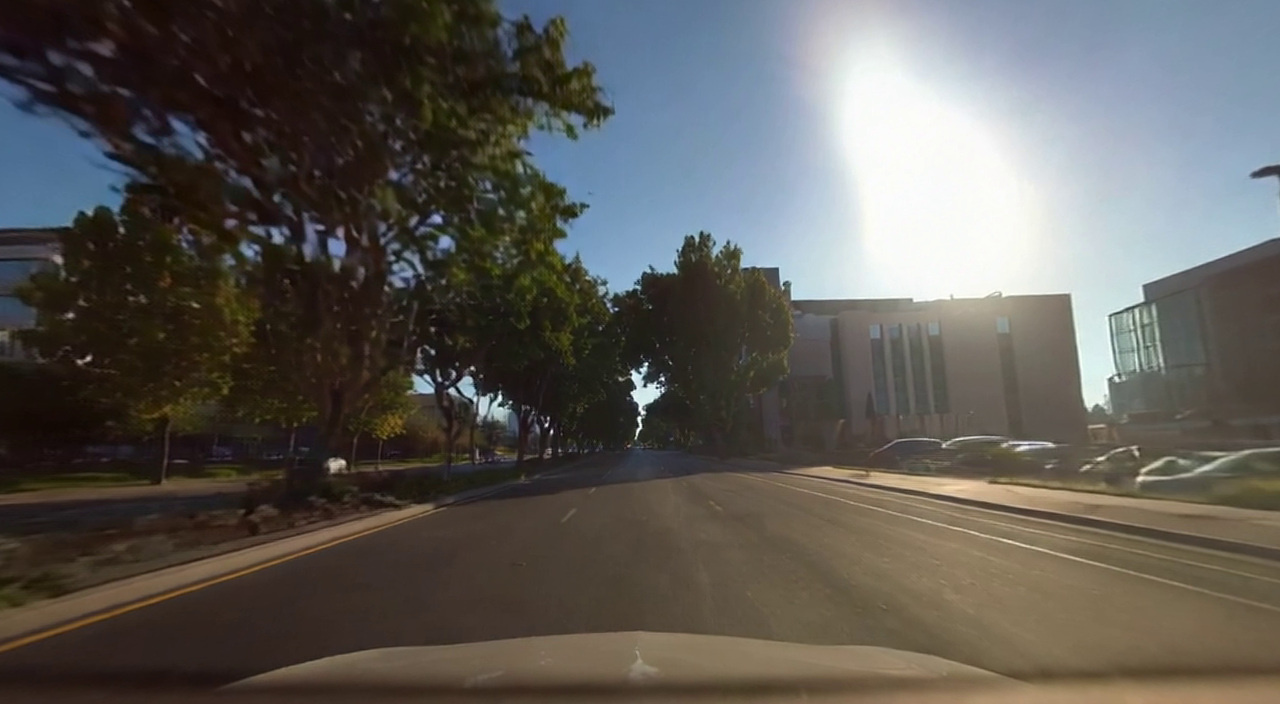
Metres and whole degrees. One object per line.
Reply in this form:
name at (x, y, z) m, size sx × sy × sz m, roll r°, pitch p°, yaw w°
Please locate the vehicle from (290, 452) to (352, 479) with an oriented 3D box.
vehicle at (-22.165, 7.874, 44.122) m, size 1.990 × 1.650 × 4.617 m, roll 0°, pitch -8°, yaw -1°
